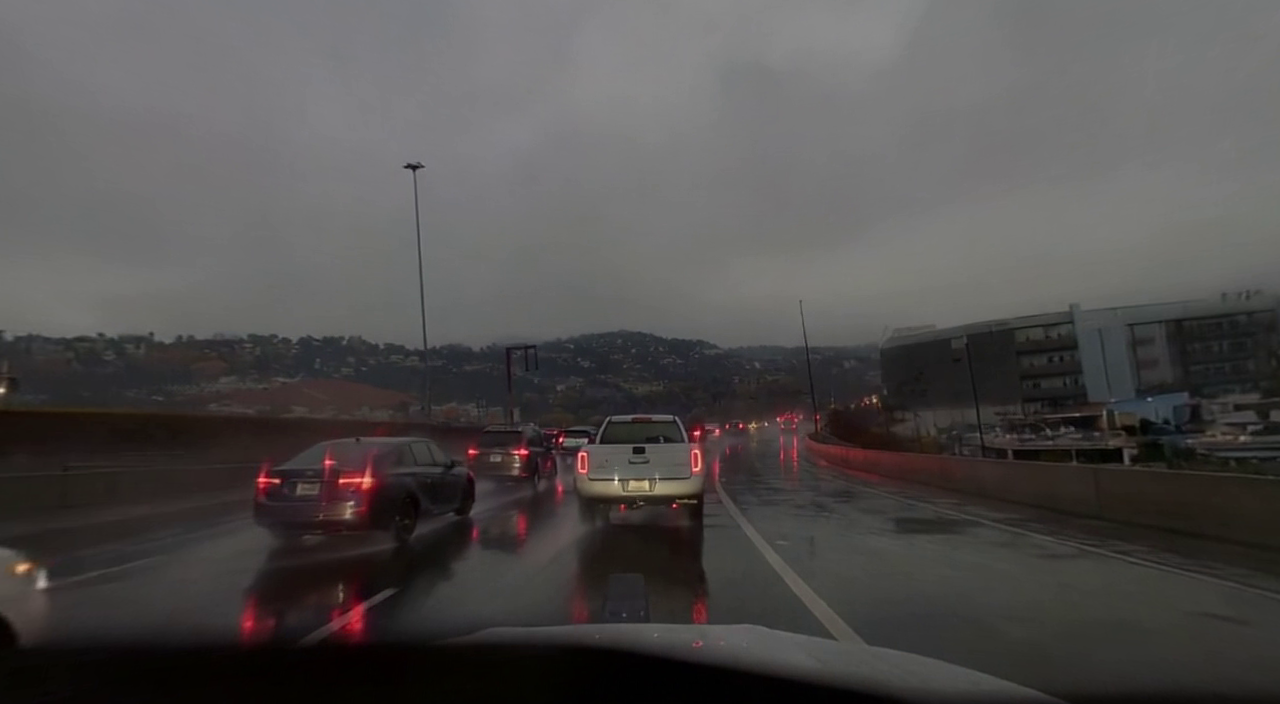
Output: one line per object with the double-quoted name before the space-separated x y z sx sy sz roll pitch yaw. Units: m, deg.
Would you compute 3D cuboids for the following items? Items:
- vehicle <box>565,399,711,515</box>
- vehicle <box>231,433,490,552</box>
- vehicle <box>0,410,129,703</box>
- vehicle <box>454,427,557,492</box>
"vehicle" 0.020 2.323 14.325 2.616 2.063 5.933 0 -9 1
"vehicle" -4.059 2.096 10.151 2.087 1.481 4.225 0 -9 2
"vehicle" -3.777 0.716 0.799 1.998 1.494 5.020 0 -9 1
"vehicle" -3.931 3.235 19.287 1.953 1.729 4.377 -1 -9 4
